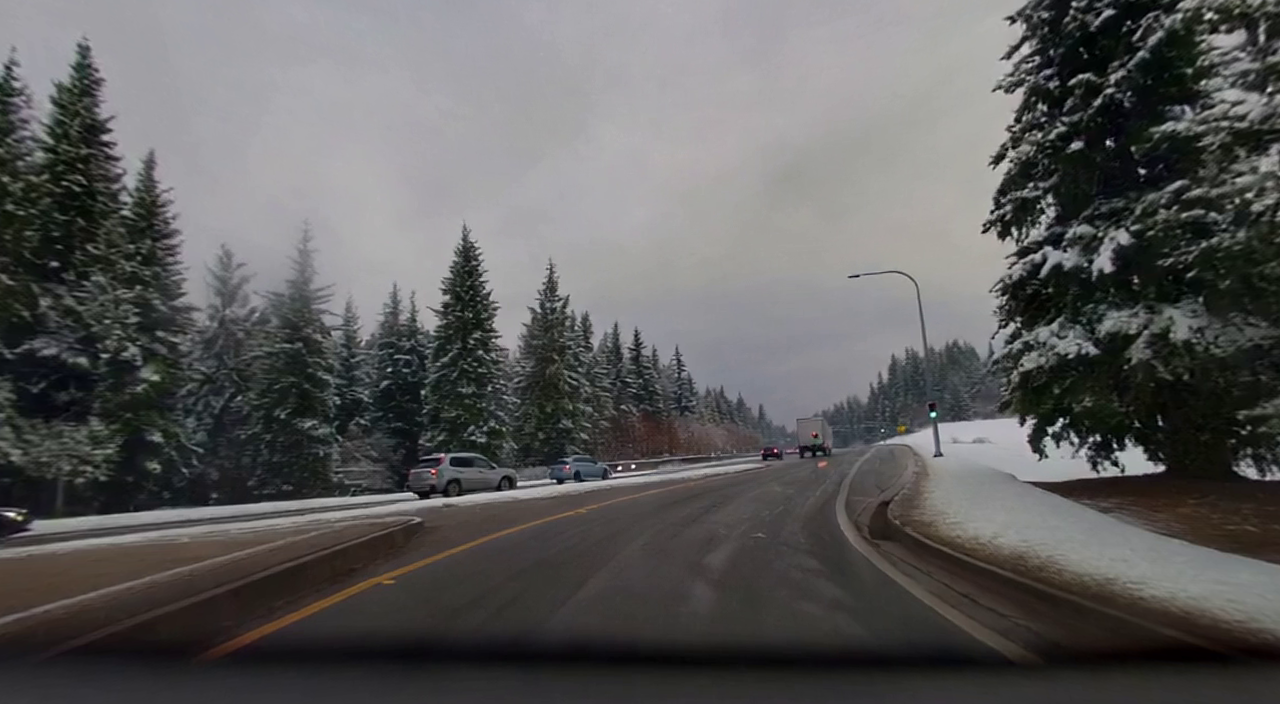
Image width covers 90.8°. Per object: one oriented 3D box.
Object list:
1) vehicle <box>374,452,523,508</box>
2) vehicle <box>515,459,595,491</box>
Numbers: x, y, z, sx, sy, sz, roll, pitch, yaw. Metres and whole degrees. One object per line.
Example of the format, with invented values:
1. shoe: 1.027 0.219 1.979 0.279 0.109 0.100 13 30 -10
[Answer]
1. vehicle: -6.629 4.435 22.520 2.049 1.699 4.860 -6 -10 32
2. vehicle: -4.442 6.538 33.872 1.829 1.470 4.460 -6 -10 31
